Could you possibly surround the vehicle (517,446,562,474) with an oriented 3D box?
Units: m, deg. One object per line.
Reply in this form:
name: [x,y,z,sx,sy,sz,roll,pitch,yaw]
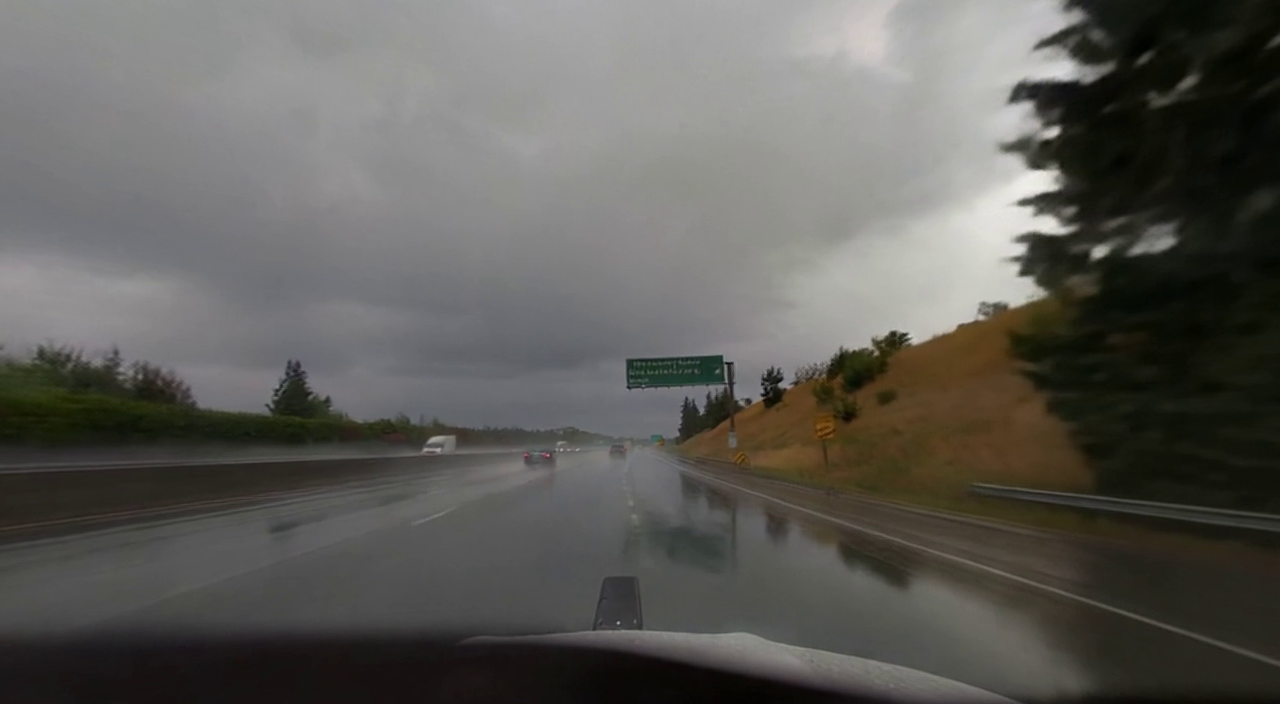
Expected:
vehicle: [-5.942,6.459,37.648,2.028,1.563,4.734,0,-9,-1]
